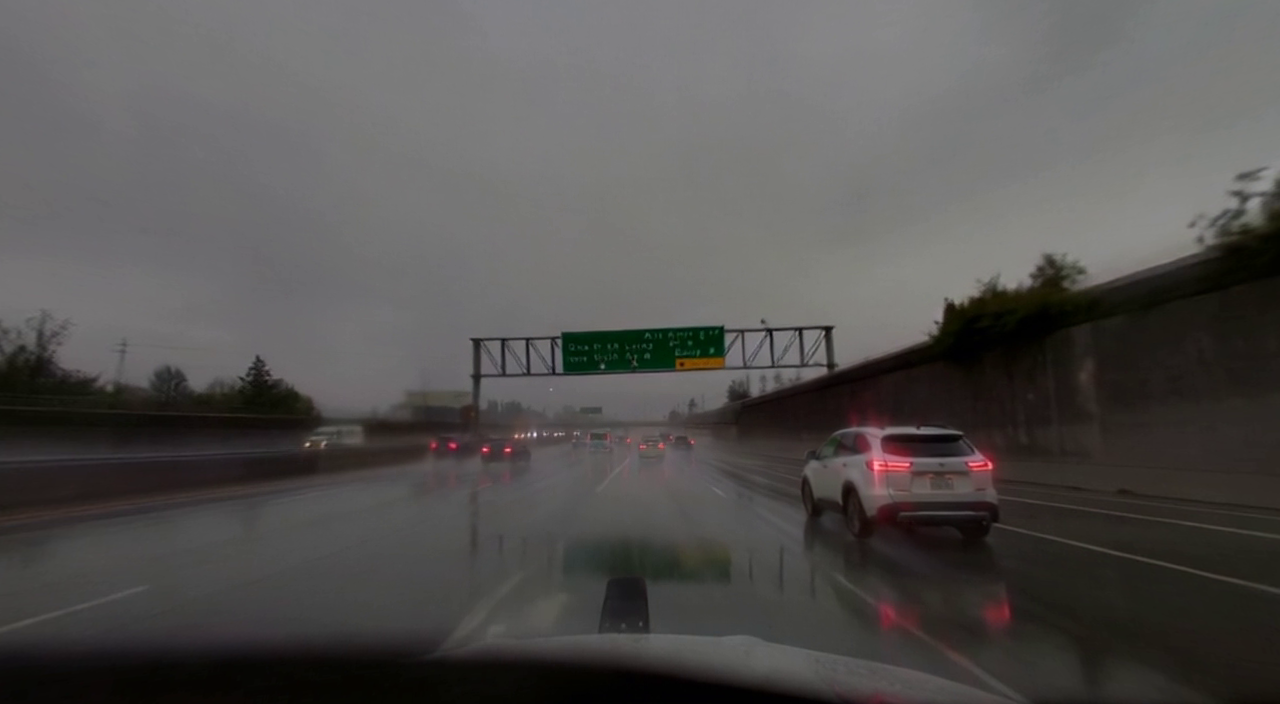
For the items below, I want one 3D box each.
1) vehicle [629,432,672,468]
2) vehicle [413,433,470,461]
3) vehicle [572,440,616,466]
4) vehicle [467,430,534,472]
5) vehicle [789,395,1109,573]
[{"bbox_3d":[0.563,5.094,32.990,2.133,1.739,3.925,0,-8,1],"label":"vehicle"},{"bbox_3d":[-12.813,6.199,41.070,2.076,1.701,5.093,0,-8,0],"label":"vehicle"},{"bbox_3d":[-2.585,5.783,36.405,2.205,1.406,4.286,0,-8,1],"label":"vehicle"},{"bbox_3d":[-6.028,4.329,27.727,1.946,1.688,4.019,0,-8,1],"label":"vehicle"},{"bbox_3d":[3.731,1.693,8.860,2.083,1.823,4.627,0,-8,0],"label":"vehicle"}]
